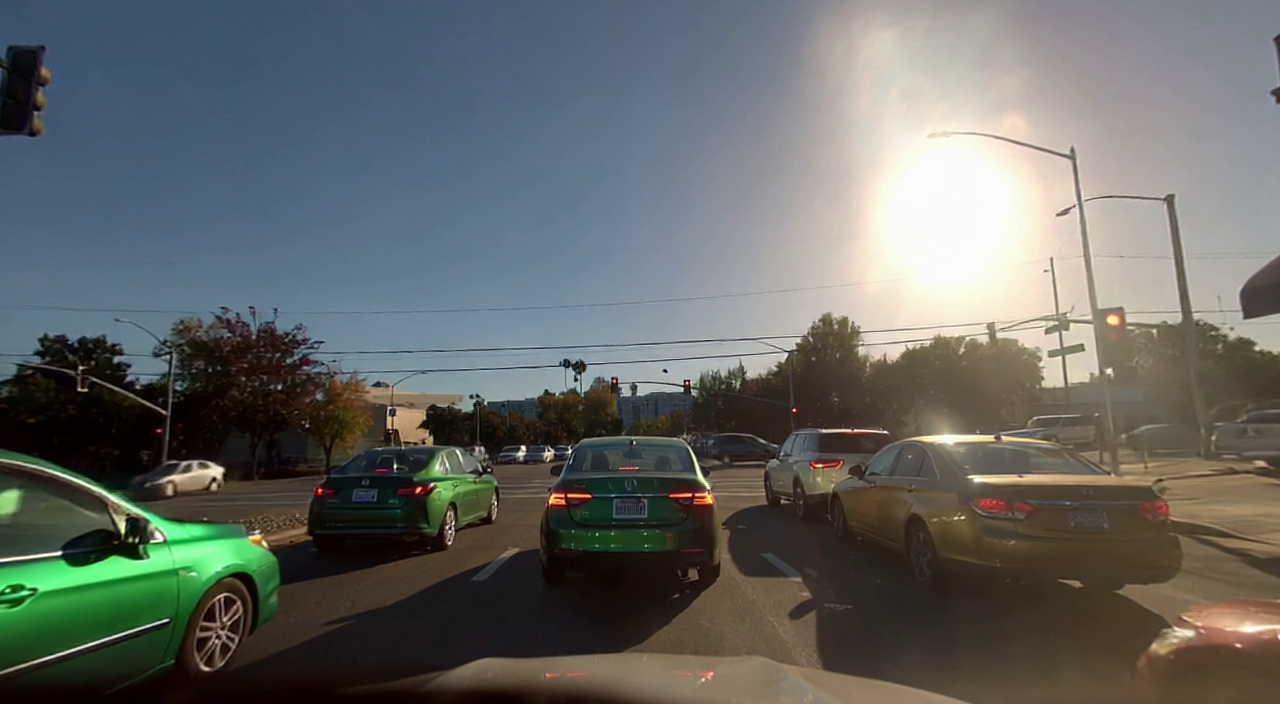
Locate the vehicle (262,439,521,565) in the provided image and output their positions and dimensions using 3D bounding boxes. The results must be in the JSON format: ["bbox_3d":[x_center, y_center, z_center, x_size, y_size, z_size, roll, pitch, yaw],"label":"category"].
[{"bbox_3d":[-3.301,2.069,9.540,1.995,1.436,4.373,-1,-8,2],"label":"vehicle"}]

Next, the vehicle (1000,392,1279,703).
[{"bbox_3d":[3.942,0.970,3.115,1.800,1.519,4.198,0,-8,0],"label":"vehicle"}]

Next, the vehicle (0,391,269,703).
[{"bbox_3d":[-3.479,0.849,1.844,2.016,1.547,4.414,0,-8,1],"label":"vehicle"}]

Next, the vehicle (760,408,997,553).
[{"bbox_3d":[3.306,1.868,9.813,1.992,1.744,4.183,0,-8,-1],"label":"vehicle"}]

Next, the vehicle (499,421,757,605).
[{"bbox_3d":[-0.134,1.645,7.364,2.140,1.499,4.119,0,-8,-1],"label":"vehicle"}]
